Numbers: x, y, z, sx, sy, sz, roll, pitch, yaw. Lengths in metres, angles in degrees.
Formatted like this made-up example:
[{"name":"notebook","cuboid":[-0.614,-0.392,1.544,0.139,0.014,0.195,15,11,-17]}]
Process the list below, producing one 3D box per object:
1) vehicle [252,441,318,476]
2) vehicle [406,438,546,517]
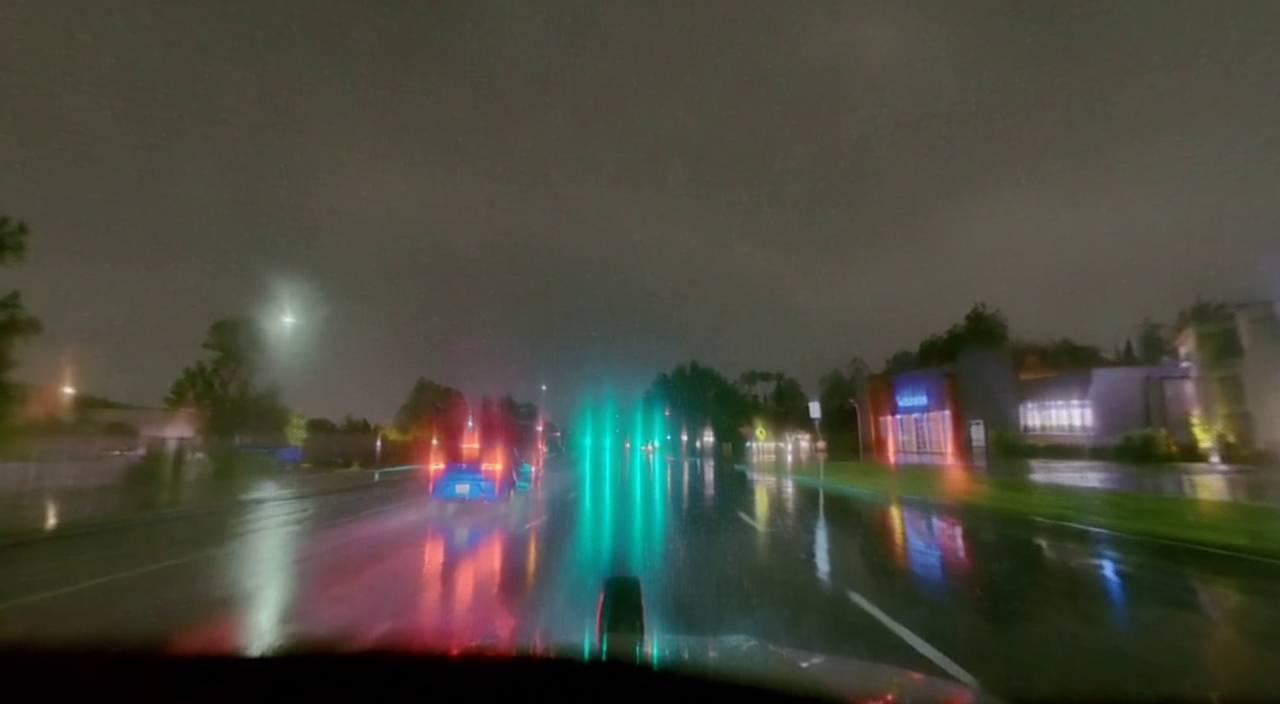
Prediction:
[{"name":"vehicle","cuboid":[-26.242,7.859,46.799,3.358,2.439,2.686,1,-9,-8]},{"name":"vehicle","cuboid":[-3.459,2.714,14.218,2.005,1.477,4.169,0,-8,0]}]
